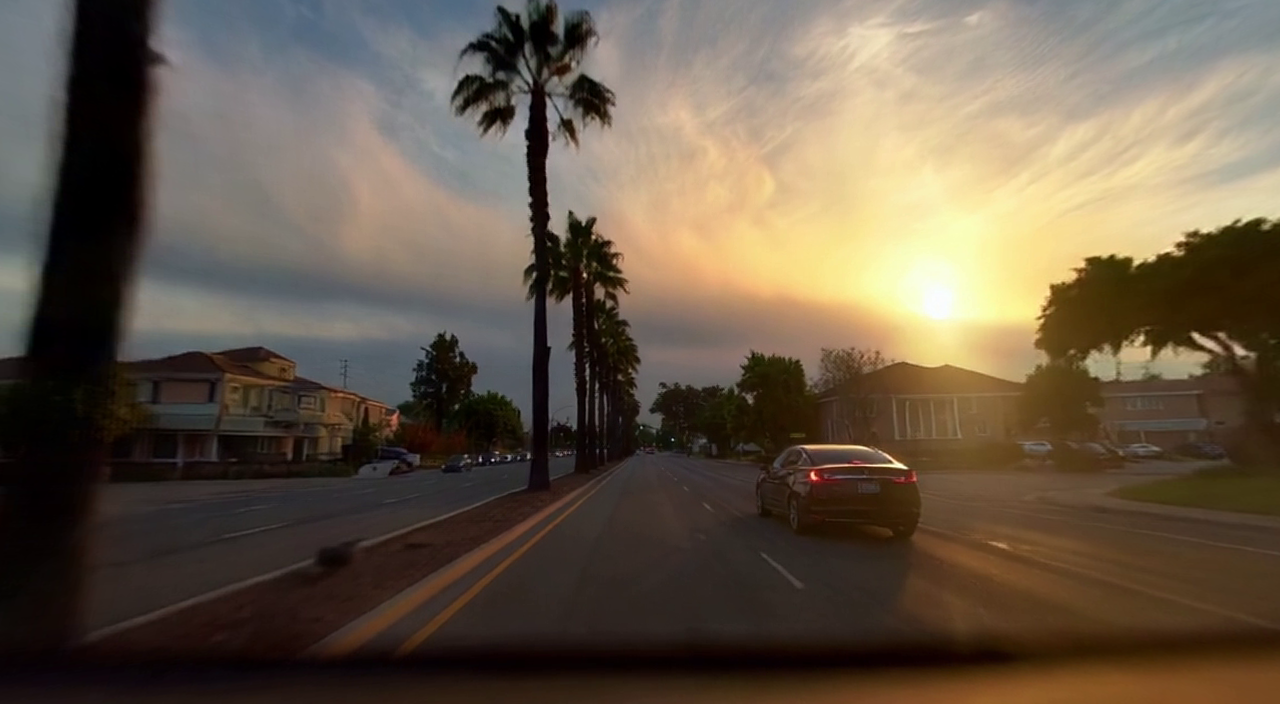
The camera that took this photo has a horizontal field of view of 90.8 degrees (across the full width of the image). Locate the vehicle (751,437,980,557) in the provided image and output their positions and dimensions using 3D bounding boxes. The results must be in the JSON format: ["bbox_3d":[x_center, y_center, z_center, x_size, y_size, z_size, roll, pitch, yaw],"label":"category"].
[{"bbox_3d":[3.262,2.198,10.371,1.989,1.492,4.689,0,-9,-1],"label":"vehicle"}]
